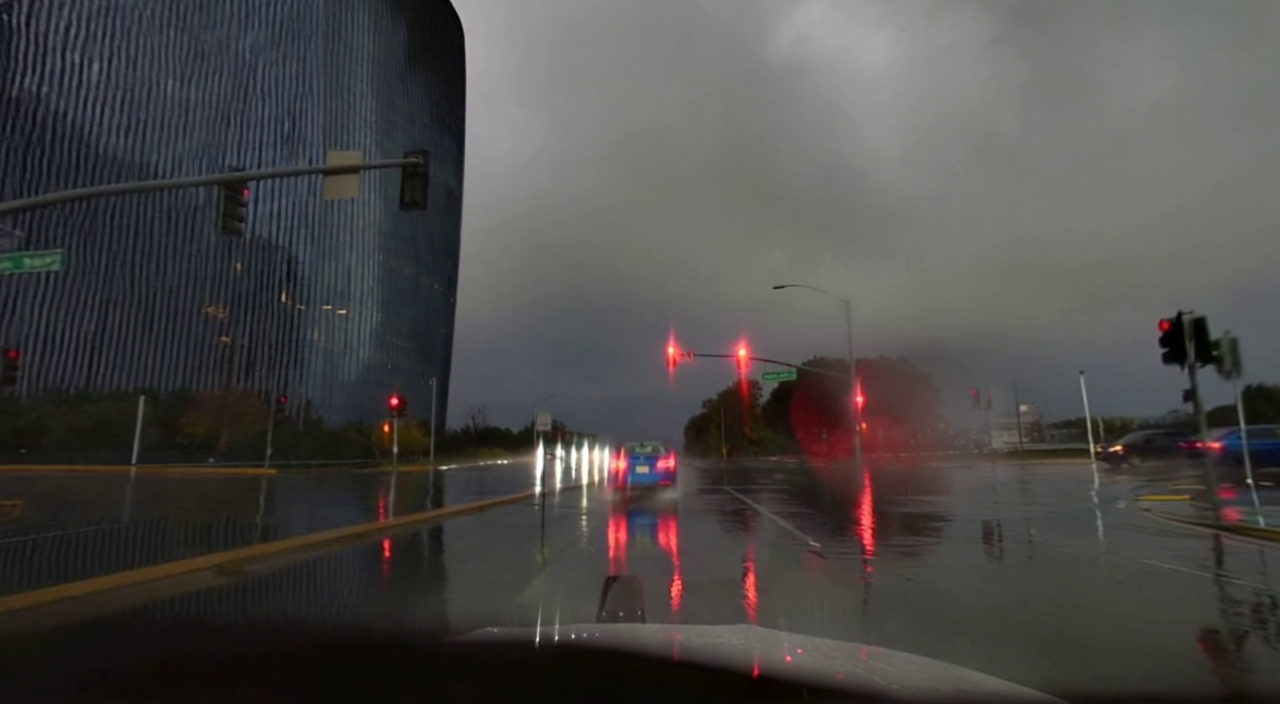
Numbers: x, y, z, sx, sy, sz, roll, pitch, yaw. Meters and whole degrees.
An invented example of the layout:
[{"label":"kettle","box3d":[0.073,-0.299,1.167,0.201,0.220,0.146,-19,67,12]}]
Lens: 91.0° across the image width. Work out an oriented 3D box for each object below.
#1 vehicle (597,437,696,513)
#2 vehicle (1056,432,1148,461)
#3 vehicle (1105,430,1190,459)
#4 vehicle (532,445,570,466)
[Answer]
[{"label":"vehicle","box3d":[0.116,2.832,14.997,2.014,1.525,4.197,0,-9,-1]},{"label":"vehicle","box3d":[25.565,5.288,35.070,2.021,1.484,4.454,0,-9,4]},{"label":"vehicle","box3d":[27.889,5.114,34.737,1.816,1.476,3.652,-1,-9,5]},{"label":"vehicle","box3d":[-6.704,7.830,47.817,2.113,1.535,4.504,0,-9,2]}]
